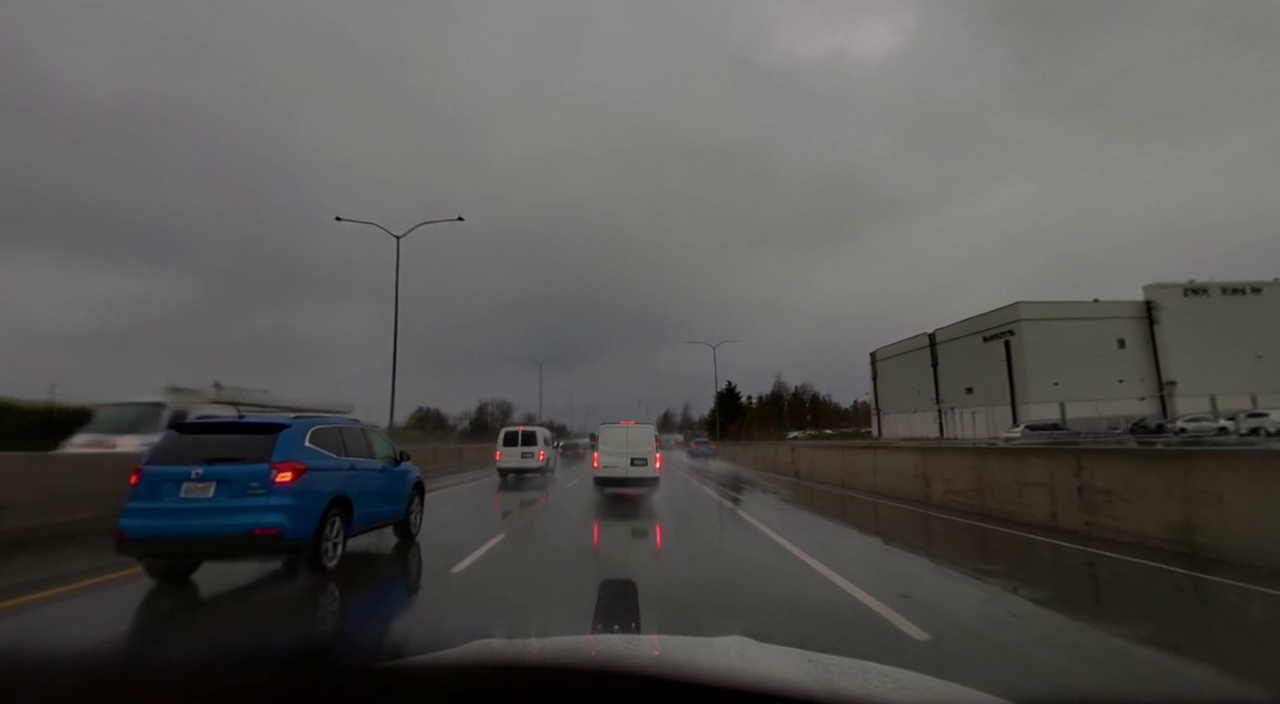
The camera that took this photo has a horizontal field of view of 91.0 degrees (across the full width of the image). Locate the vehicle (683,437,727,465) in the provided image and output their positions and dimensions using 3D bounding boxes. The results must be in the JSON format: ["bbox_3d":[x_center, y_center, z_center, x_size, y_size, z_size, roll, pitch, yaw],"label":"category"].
[{"bbox_3d":[3.732,5.760,36.738,1.999,1.494,3.833,0,-8,-3],"label":"vehicle"}]

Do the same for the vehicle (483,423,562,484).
[{"bbox_3d":[-4.047,3.567,22.396,2.038,1.936,4.300,0,-8,-1],"label":"vehicle"}]

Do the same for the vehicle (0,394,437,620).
[{"bbox_3d":[-3.948,1.491,7.068,1.972,1.703,4.333,0,-8,-1],"label":"vehicle"}]

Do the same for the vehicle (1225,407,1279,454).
[{"bbox_3d":[30.936,3.973,31.761,1.480,2.238,1.864,-5,-9,29],"label":"vehicle"}]

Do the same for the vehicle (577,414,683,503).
[{"bbox_3d":[-0.281,2.630,15.940,2.304,1.925,4.282,0,-8,-1],"label":"vehicle"}]
